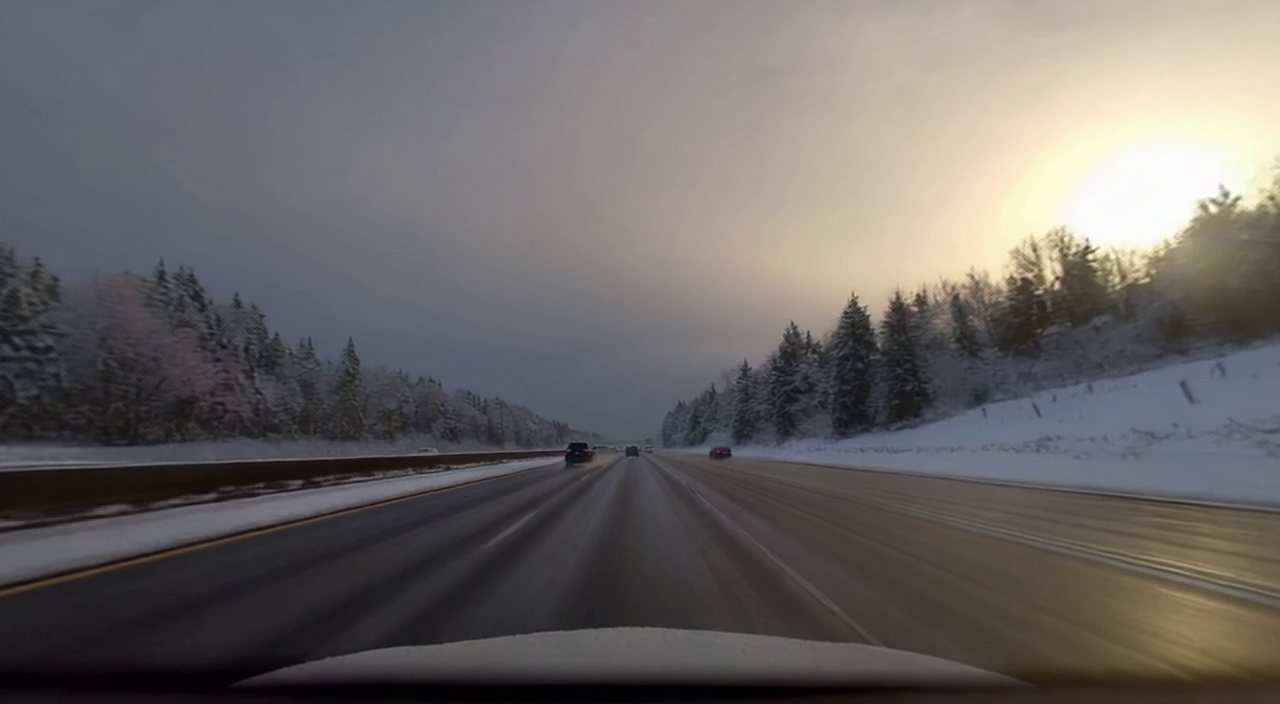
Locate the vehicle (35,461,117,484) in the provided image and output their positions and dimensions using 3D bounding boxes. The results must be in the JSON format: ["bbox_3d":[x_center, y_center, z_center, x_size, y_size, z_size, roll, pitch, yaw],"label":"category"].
[{"bbox_3d":[-43.160,9.192,48.457,1.820,1.584,4.568,-1,-9,5],"label":"vehicle"}]

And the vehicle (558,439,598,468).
[{"bbox_3d":[-3.936,6.554,40.971,2.114,1.774,4.427,0,-9,0],"label":"vehicle"}]
